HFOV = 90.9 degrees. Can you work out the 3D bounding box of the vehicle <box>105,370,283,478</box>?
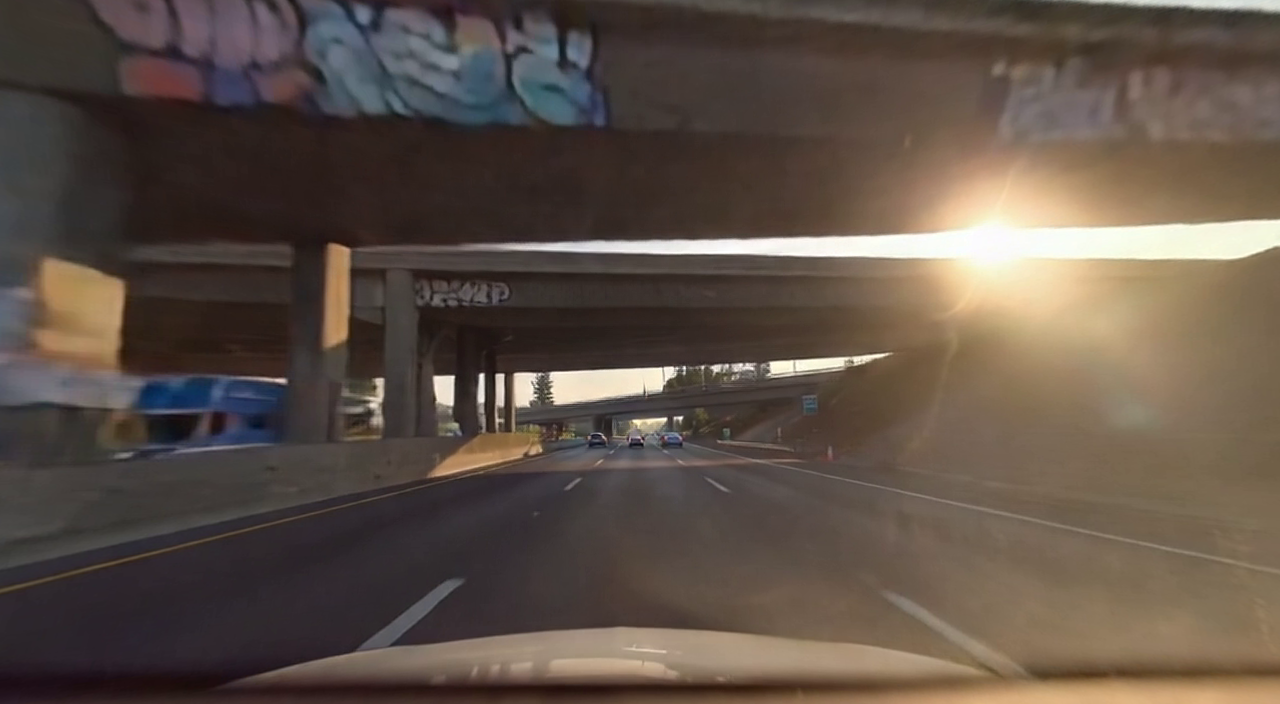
[{"bbox_3d":[-17.908,3.005,25.918,2.916,3.893,5.850,0,-8,-1],"label":"vehicle"}]
